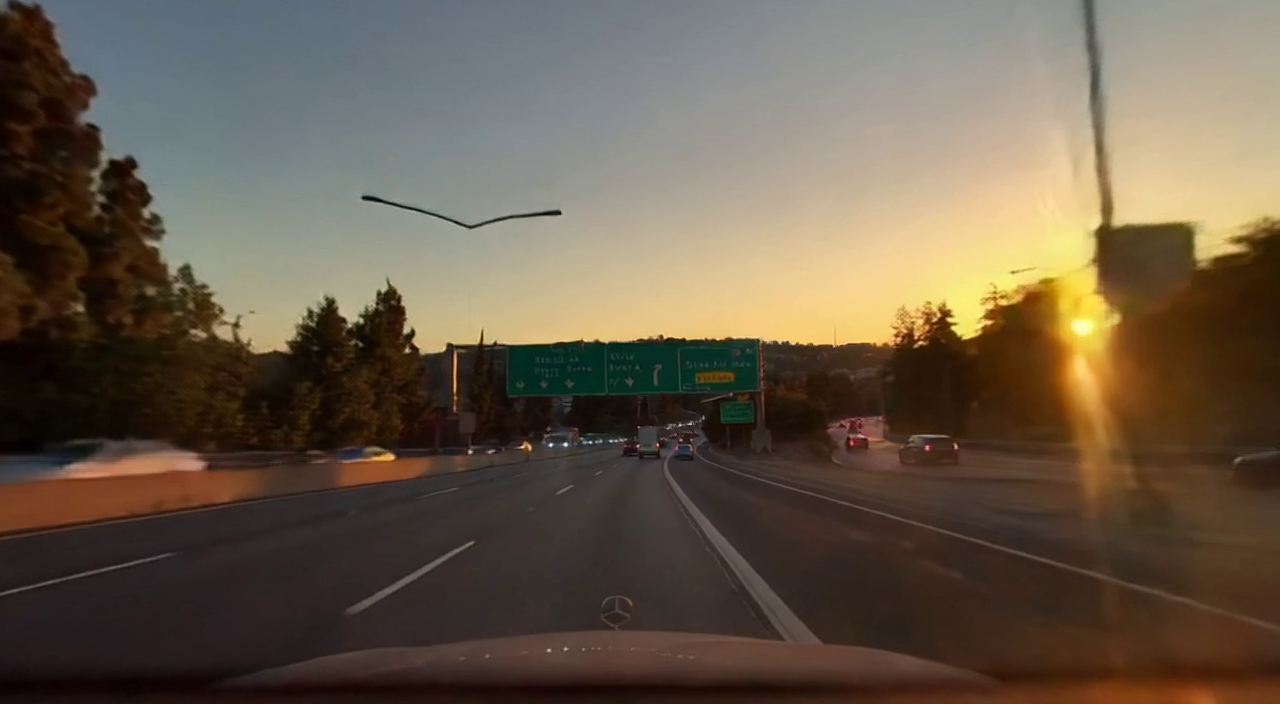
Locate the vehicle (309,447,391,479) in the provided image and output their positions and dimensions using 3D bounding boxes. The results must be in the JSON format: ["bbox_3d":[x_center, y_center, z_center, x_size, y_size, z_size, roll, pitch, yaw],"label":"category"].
[{"bbox_3d":[-14.525,5.544,31.924,1.830,1.457,4.506,-1,-9,2],"label":"vehicle"}]

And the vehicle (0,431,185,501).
[{"bbox_3d":[-16.049,3.180,18.031,2.153,1.671,5.278,0,-9,1],"label":"vehicle"}]

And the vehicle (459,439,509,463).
[{"bbox_3d":[-12.237,7.835,49.969,2.281,1.743,5.822,-1,-9,2],"label":"vehicle"}]

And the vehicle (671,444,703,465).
[{"bbox_3d":[3.444,7.597,46.931,2.069,1.476,4.197,0,-9,0],"label":"vehicle"}]
